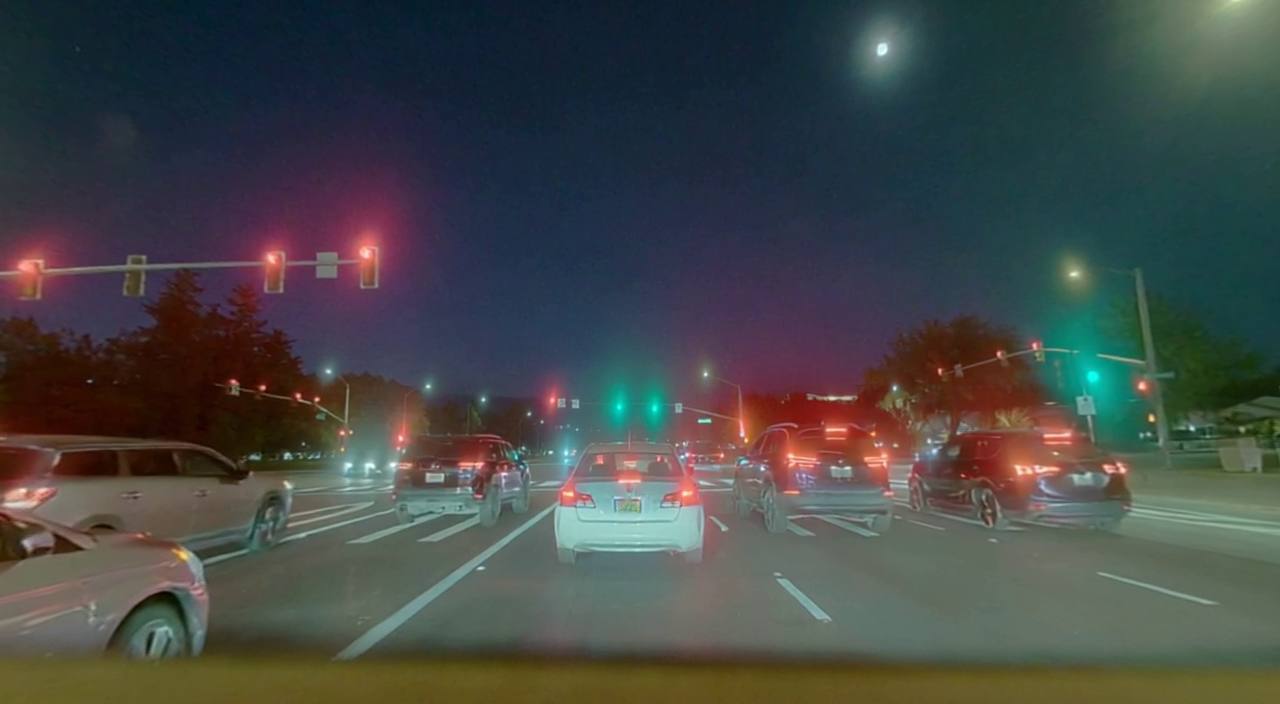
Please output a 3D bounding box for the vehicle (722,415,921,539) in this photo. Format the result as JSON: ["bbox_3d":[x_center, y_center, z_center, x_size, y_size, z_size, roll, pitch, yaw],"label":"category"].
[{"bbox_3d":[2.921,2.141,11.434,2.138,1.778,4.422,0,-8,-2],"label":"vehicle"}]

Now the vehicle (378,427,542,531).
[{"bbox_3d":[-3.354,2.451,12.763,2.033,1.714,4.278,0,-8,0],"label":"vehicle"}]

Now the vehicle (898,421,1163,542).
[{"bbox_3d":[6.474,2.169,11.220,1.945,1.706,4.190,0,-8,-1],"label":"vehicle"}]

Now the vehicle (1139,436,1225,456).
[{"bbox_3d":[40.060,6.924,46.738,4.644,1.430,1.781,0,-9,-1],"label":"vehicle"}]

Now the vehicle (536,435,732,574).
[{"bbox_3d":[-0.111,1.936,8.826,2.098,1.461,3.958,0,-8,-1],"label":"vehicle"}]

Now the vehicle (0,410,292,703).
[{"bbox_3d":[-3.189,0.861,1.630,2.045,1.463,4.490,0,-8,-1],"label":"vehicle"}]
